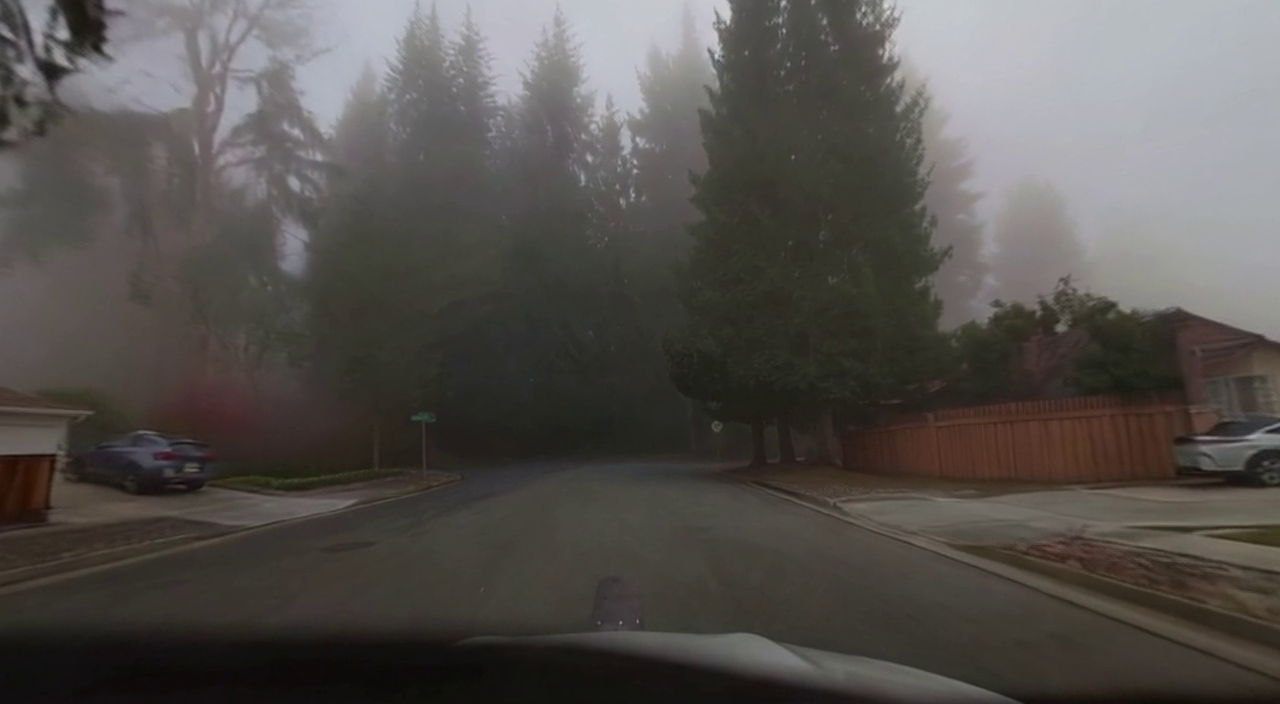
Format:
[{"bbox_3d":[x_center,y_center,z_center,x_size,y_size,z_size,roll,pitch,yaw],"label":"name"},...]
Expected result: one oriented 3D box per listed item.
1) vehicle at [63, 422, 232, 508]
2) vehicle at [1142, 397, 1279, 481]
[{"bbox_3d":[-12.411,2.768,15.849,4.656,1.835,2.039,-6,-11,37],"label":"vehicle"},{"bbox_3d":[13.128,1.786,12.980,3.780,1.601,2.025,-2,-9,13],"label":"vehicle"}]
